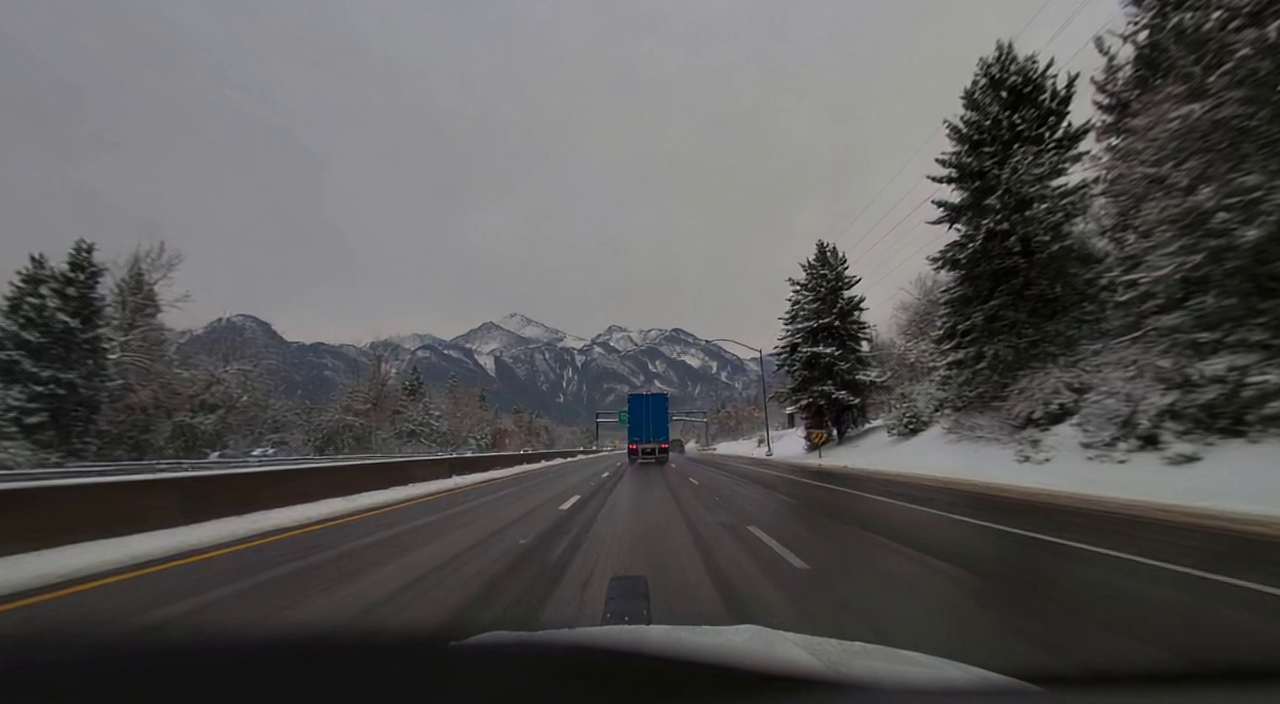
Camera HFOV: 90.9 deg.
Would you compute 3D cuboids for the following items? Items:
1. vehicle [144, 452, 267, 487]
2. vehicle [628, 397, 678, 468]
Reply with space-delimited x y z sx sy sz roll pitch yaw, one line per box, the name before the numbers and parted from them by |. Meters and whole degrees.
vehicle | -24.470 6.622 35.801 3.863 1.764 4.317 0 -8 -1
vehicle | 0.694 5.528 42.590 2.919 4.101 11.541 0 -8 -1
